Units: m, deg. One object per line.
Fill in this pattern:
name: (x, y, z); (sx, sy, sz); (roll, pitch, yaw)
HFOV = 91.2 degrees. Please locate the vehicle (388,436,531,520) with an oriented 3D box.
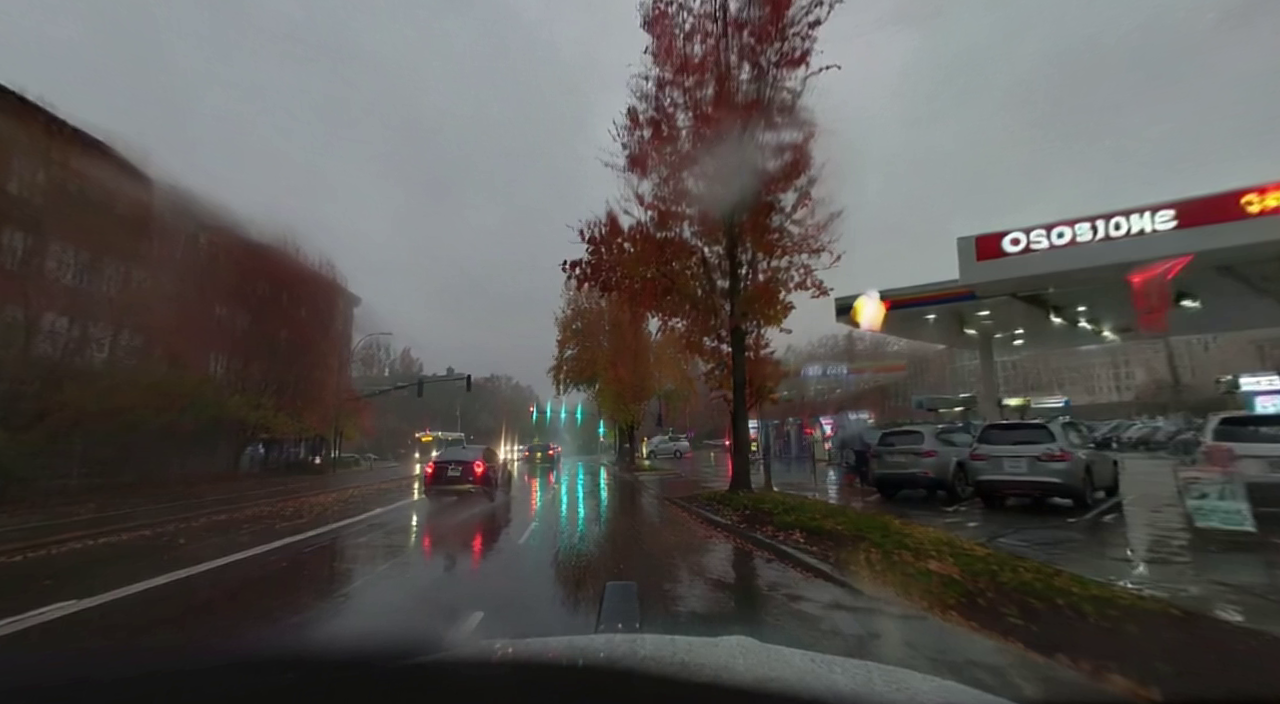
vehicle: (-3.636, 2.602, 13.485); (2.092, 1.507, 4.078); (0, -9, -4)

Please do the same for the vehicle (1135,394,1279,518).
vehicle: (9.624, 1.553, 9.682); (4.986, 1.521, 2.202); (7, -12, -43)

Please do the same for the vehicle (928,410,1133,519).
vehicle: (7.378, 2.012, 11.652); (4.481, 1.610, 2.048); (7, -12, -43)
